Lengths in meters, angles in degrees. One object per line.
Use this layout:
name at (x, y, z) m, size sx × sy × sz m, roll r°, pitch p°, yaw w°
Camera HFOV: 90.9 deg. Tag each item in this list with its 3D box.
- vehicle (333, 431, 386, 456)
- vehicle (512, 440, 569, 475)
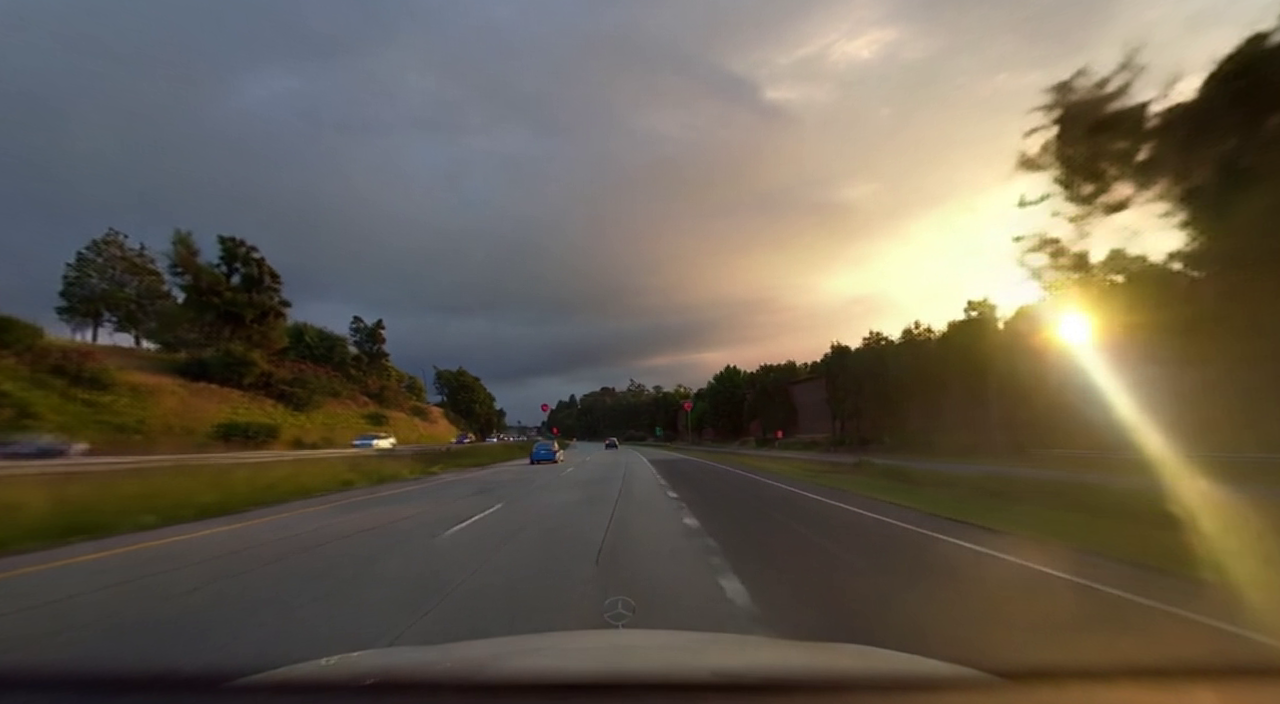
vehicle at (-20.682, 6.756, 46.702) m, size 1.923 × 1.691 × 4.650 m, roll 0°, pitch -8°, yaw -1°
vehicle at (-4.145, 4.431, 26.795) m, size 1.874 × 1.369 × 3.875 m, roll 0°, pitch -8°, yaw -1°
